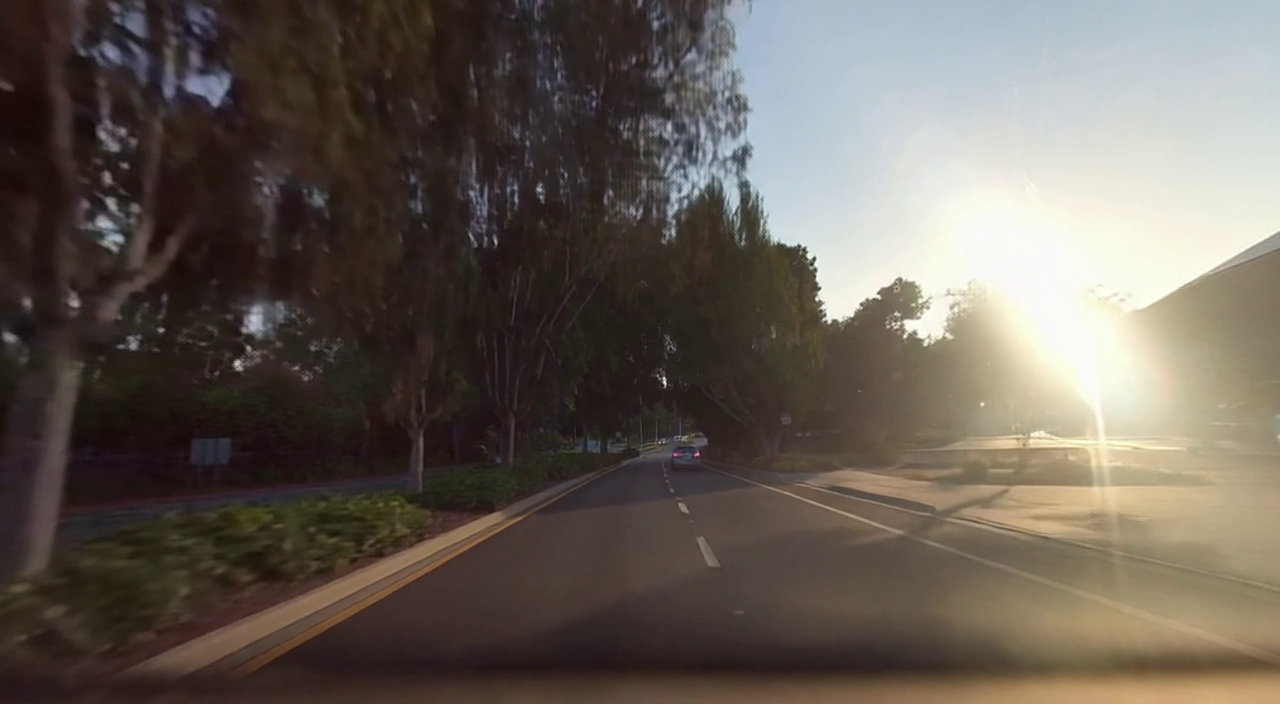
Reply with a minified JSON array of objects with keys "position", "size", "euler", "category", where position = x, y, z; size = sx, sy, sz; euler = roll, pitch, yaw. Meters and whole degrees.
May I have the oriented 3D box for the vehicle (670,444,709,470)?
[{"position":[3.021,6.514,39.288],"size":[2.044,1.537,4.528],"euler":[0,-8,0],"category":"vehicle"}]
